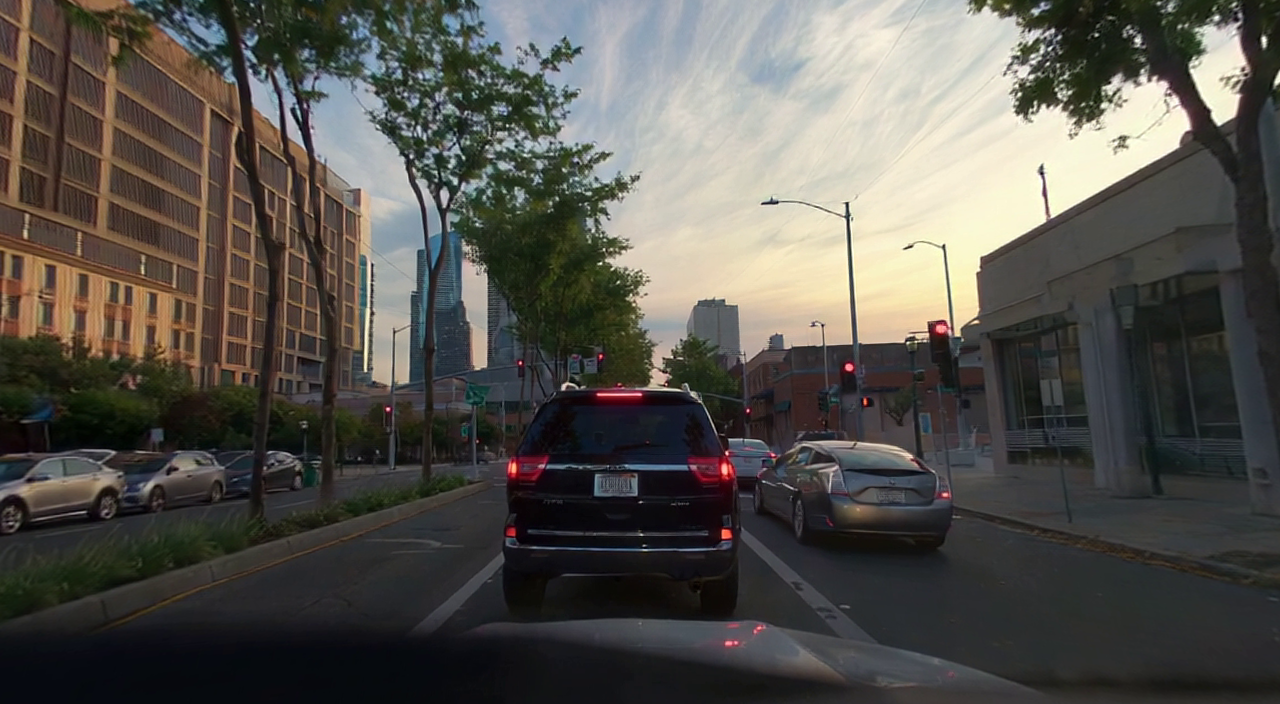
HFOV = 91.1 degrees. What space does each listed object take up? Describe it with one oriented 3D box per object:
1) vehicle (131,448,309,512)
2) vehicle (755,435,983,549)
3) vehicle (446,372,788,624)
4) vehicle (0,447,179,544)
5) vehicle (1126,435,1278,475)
[{"bbox_3d":[-12.463,3.782,19.130,2.207,1.648,4.675,0,-8,-1],"label":"vehicle"},{"bbox_3d":[3.289,2.085,10.075,2.056,1.422,4.130,0,-8,-1],"label":"vehicle"},{"bbox_3d":[-0.159,1.362,6.755,2.453,1.816,4.300,0,-8,0],"label":"vehicle"},{"bbox_3d":[-12.542,2.918,13.452,1.891,1.723,4.360,0,-8,1],"label":"vehicle"},{"bbox_3d":[22.154,4.053,24.973,4.055,1.469,1.848,-4,-9,25],"label":"vehicle"}]
